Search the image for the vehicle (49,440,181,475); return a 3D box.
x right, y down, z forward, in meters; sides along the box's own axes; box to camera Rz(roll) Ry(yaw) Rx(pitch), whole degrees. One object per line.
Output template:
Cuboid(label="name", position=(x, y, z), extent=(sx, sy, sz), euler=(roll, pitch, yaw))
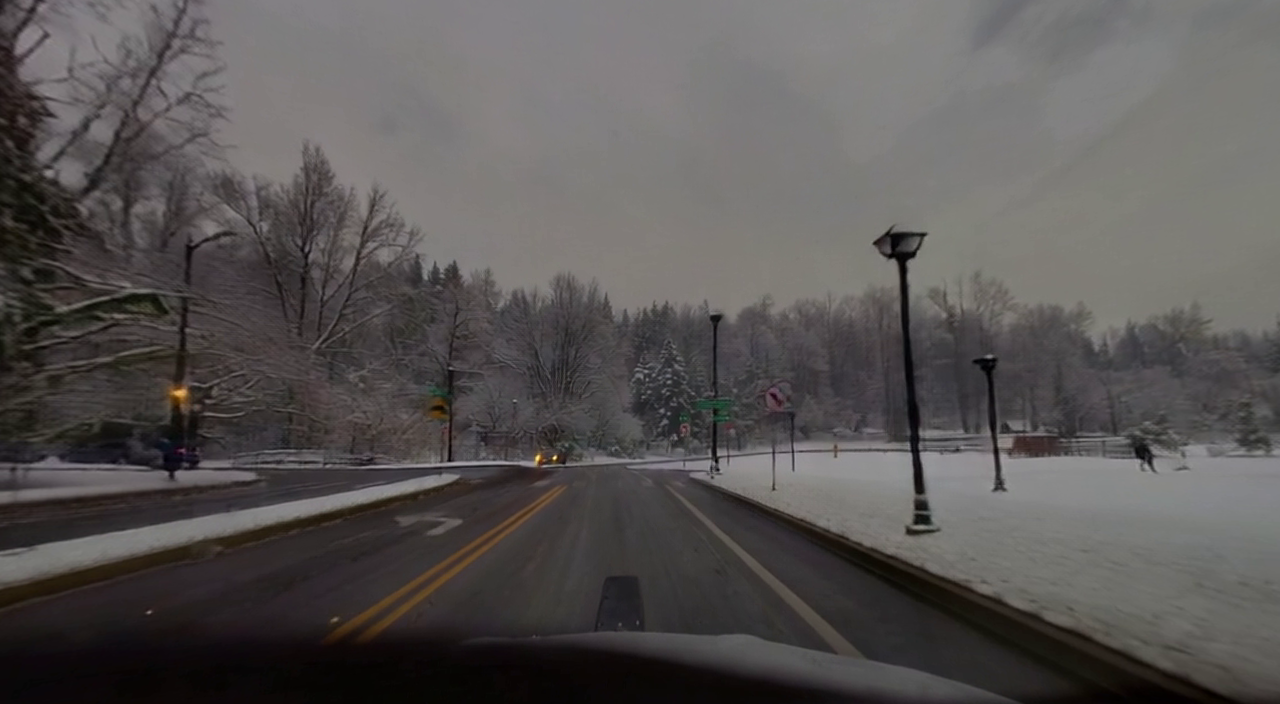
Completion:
Cuboid(label="vehicle", position=(-24.483, 4.915, 29.561), extent=(4.534, 1.488, 1.930), euler=(-1, -8, 3))
